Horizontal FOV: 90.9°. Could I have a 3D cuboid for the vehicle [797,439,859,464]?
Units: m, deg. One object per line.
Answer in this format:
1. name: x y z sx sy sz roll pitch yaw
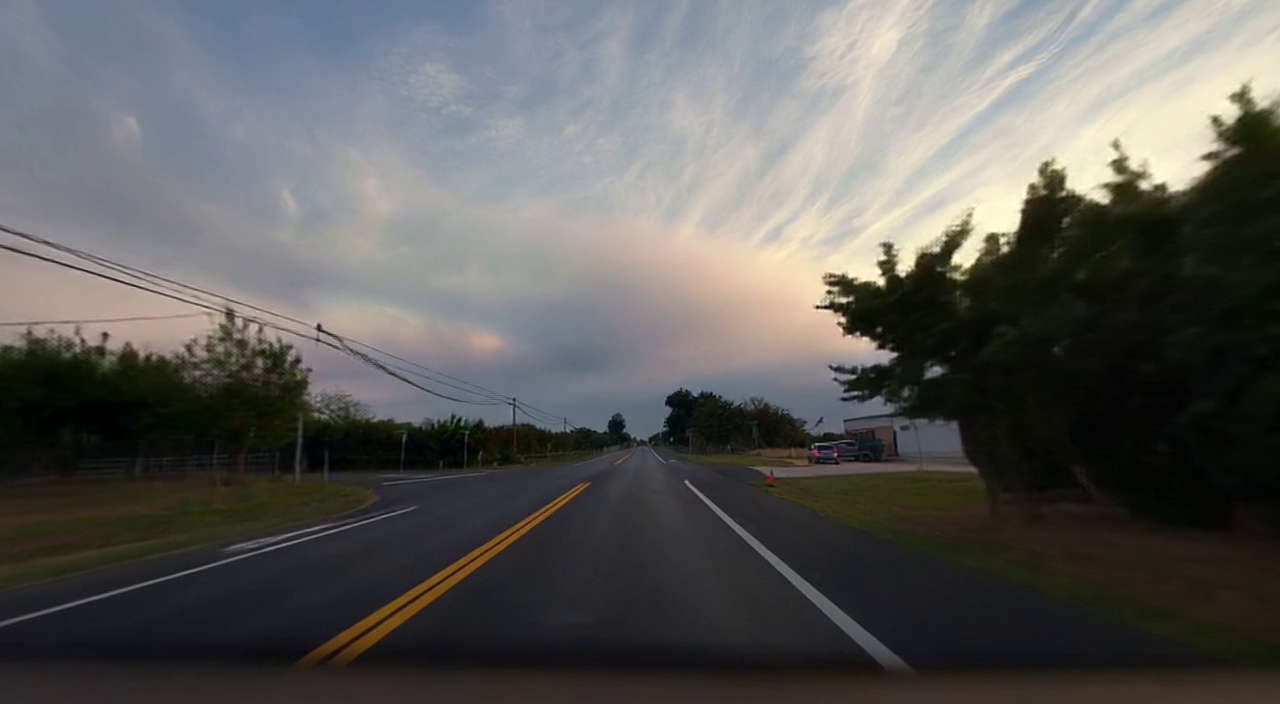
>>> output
1. vehicle: 14.591 7.780 49.226 2.037 1.829 4.919 3 -9 -20
